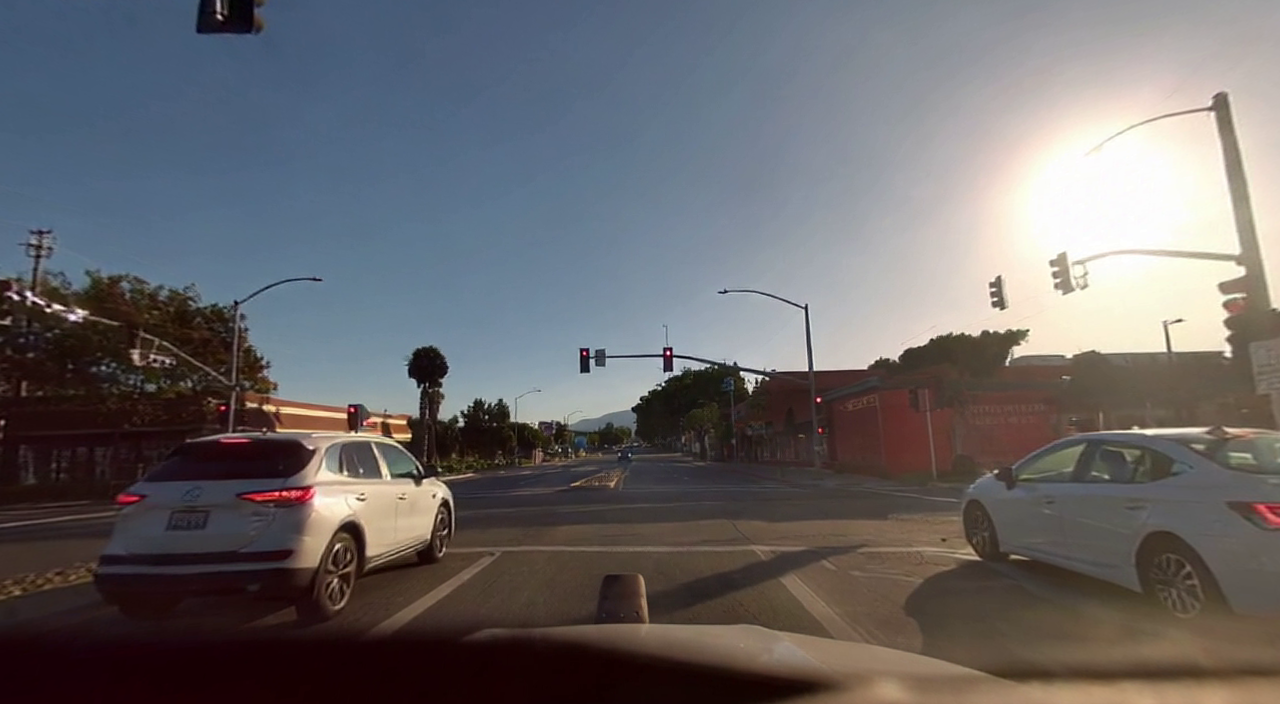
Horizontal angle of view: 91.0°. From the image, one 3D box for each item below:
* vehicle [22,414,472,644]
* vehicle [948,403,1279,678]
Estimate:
[{"bbox_3d":[-3.404,1.587,6.705,1.947,1.627,4.248,0,-9,1],"label":"vehicle"},{"bbox_3d":[4.937,1.433,5.692,2.039,1.655,4.495,0,-9,1],"label":"vehicle"}]
